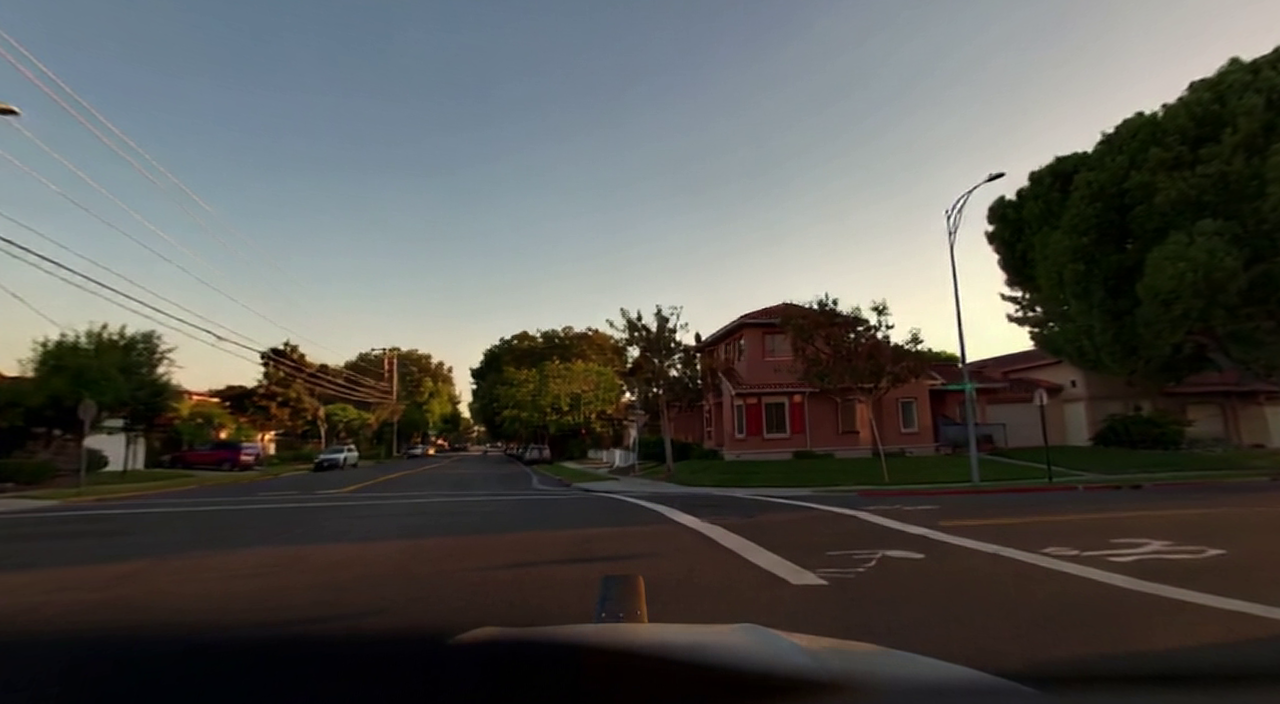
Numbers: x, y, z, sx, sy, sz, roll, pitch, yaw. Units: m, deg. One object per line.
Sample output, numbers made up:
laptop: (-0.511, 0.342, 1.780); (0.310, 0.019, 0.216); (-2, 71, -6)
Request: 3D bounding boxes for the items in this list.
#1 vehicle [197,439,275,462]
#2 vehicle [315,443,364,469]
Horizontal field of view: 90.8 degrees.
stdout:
vehicle: (-29.361, 7.161, 46.045); (4.288, 1.656, 1.791); (2, -9, -12)
vehicle: (-19.491, 6.727, 41.174); (2.036, 1.546, 4.705); (2, -9, -16)
